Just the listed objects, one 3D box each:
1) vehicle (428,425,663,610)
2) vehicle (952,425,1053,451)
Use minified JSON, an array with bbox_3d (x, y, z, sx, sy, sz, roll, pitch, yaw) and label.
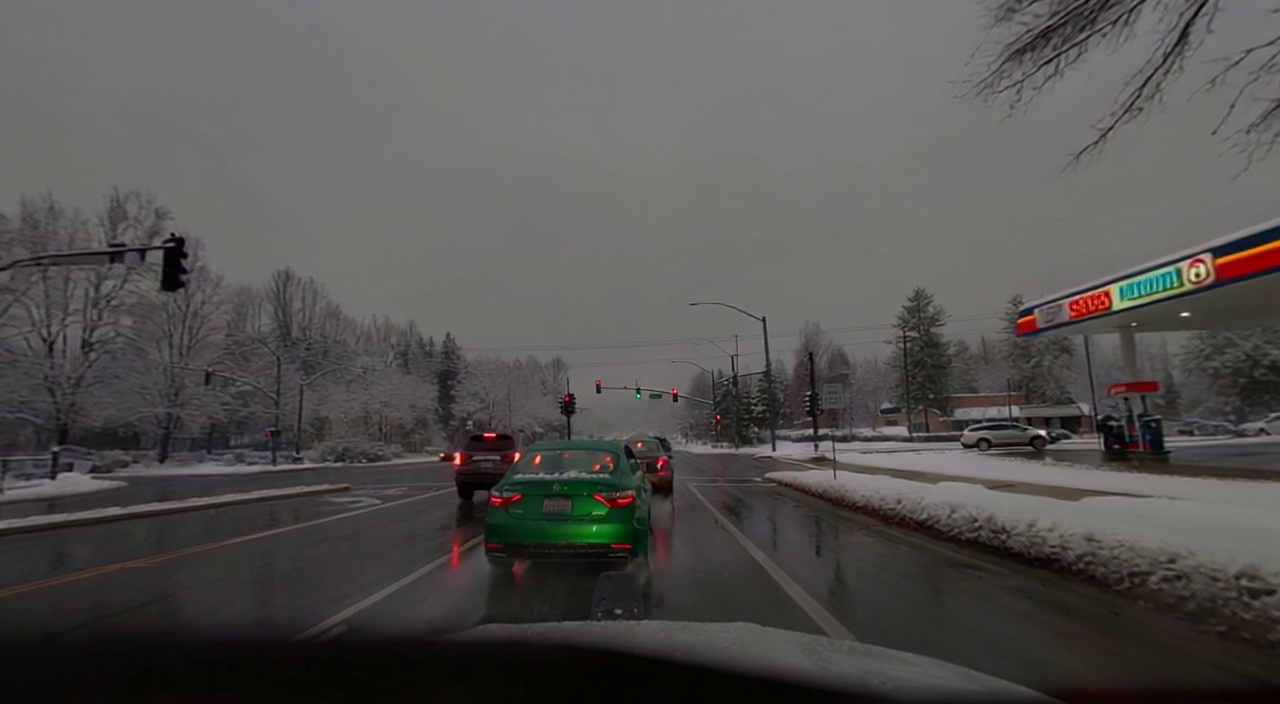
[{"bbox_3d":[-0.707,1.701,7.519,1.916,1.510,4.447,0,-8,3],"label":"vehicle"},{"bbox_3d":[21.989,5.230,38.447,4.874,1.502,2.048,0,-8,1],"label":"vehicle"}]
